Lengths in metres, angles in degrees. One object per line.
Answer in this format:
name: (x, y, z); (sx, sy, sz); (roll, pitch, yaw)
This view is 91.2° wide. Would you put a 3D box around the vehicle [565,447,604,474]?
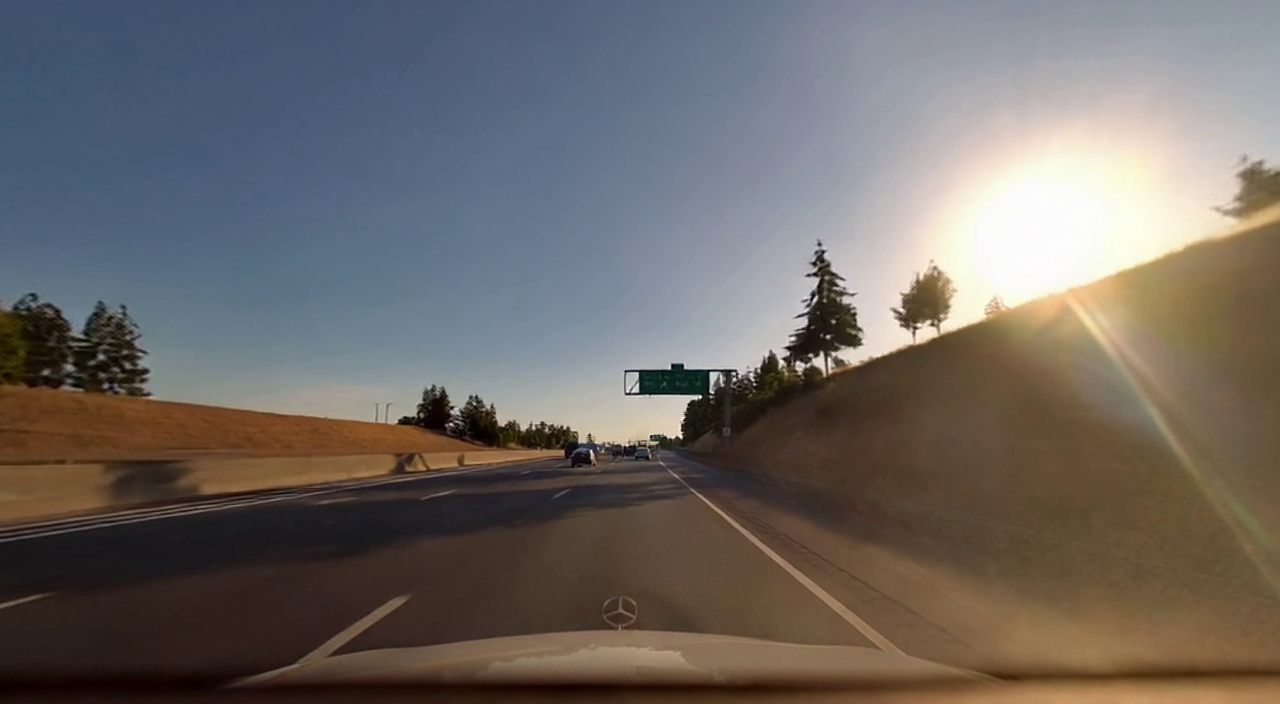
vehicle: (-3.236, 6.365, 37.081); (1.895, 1.482, 3.852); (0, -9, 1)
